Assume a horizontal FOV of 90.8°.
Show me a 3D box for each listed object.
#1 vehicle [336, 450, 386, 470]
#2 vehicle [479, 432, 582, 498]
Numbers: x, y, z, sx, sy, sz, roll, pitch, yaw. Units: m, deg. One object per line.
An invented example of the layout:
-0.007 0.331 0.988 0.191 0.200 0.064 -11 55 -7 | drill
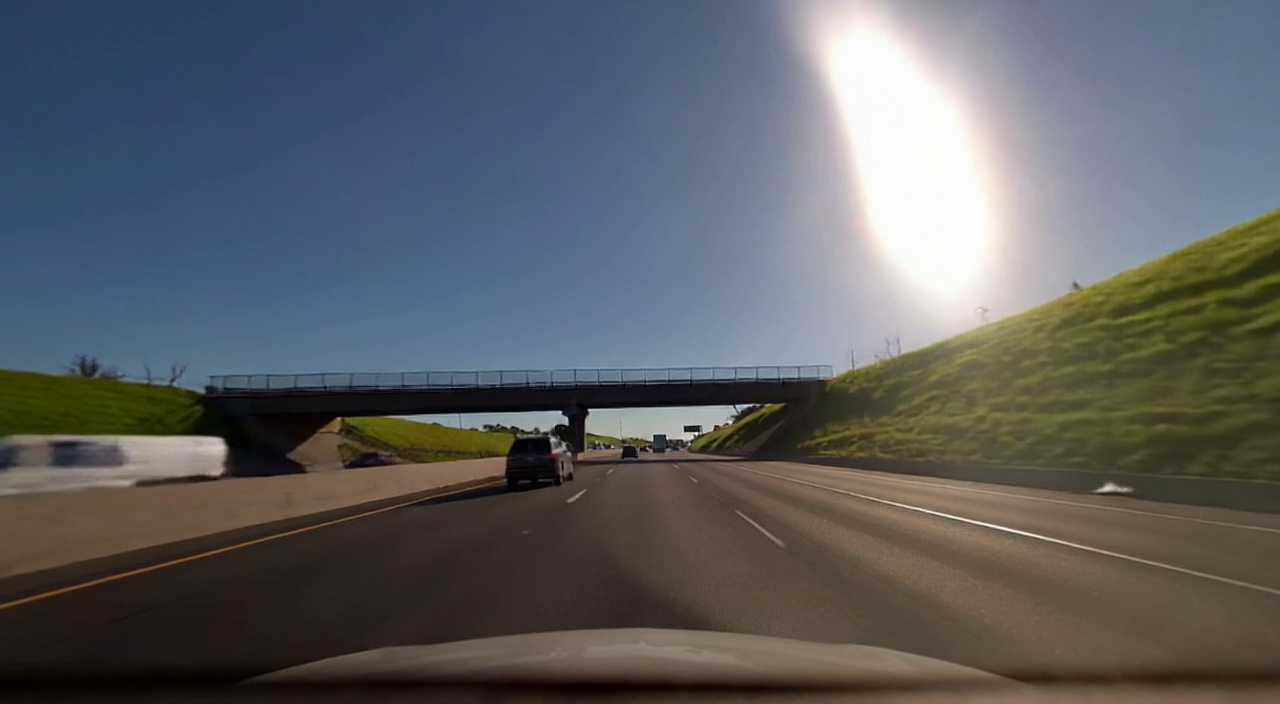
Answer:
-21.388 8.297 48.542 1.812 1.445 4.165 -1 -9 2 | vehicle
-3.137 3.367 19.124 2.181 1.730 4.517 0 -9 2 | vehicle
